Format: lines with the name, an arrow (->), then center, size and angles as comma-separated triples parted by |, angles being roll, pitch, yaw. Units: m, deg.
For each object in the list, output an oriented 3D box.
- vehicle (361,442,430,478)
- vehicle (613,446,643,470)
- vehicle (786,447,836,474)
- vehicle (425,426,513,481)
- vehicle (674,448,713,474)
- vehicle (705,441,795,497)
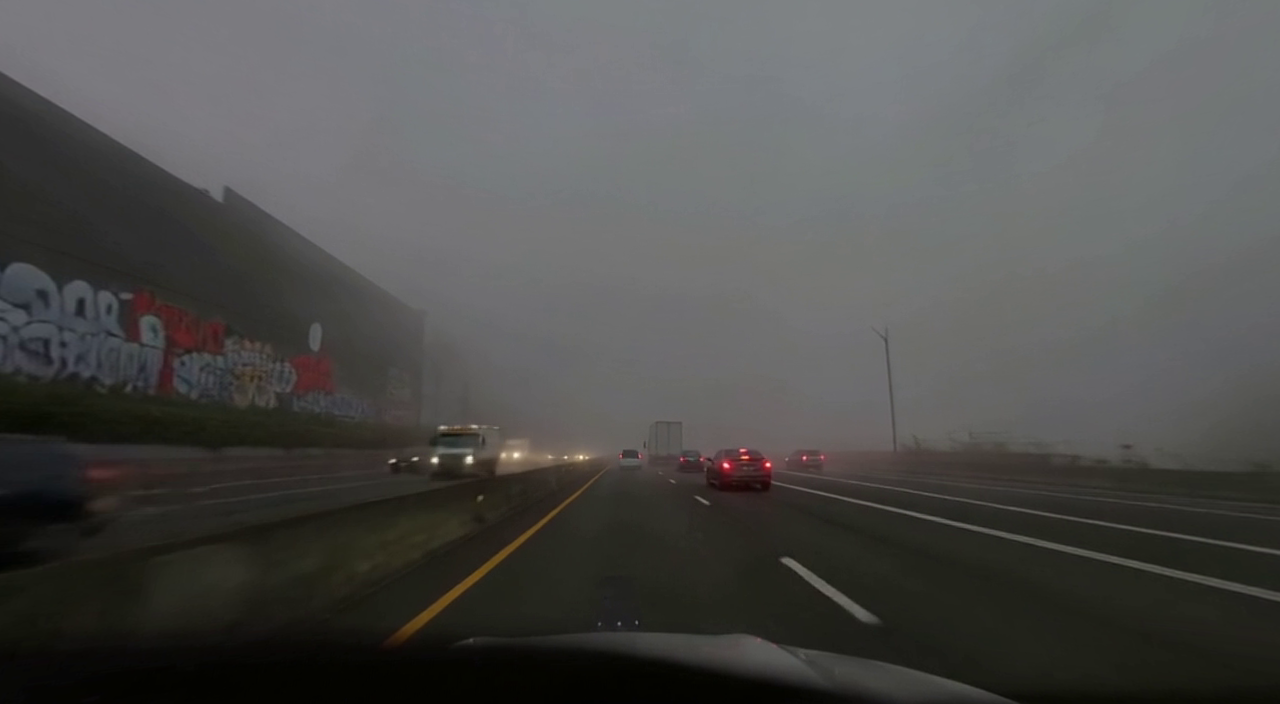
vehicle -> -12.898, 5.712, 33.391 | 1.990, 1.733, 4.225 | 0, -9, -1
vehicle -> -0.941, 8.154, 48.544 | 2.169, 1.753, 4.151 | 0, -9, -1
vehicle -> 11.140, 7.086, 41.162 | 2.107, 1.648, 4.324 | 0, -9, 0
vehicle -> -8.542, 5.189, 32.276 | 2.544, 2.471, 6.965 | 0, -9, 0
vehicle -> 3.500, 7.254, 41.892 | 2.085, 1.588, 4.436 | 0, -9, -2
vehicle -> 3.515, 3.846, 20.988 | 2.045, 1.605, 4.674 | 0, -9, -1
